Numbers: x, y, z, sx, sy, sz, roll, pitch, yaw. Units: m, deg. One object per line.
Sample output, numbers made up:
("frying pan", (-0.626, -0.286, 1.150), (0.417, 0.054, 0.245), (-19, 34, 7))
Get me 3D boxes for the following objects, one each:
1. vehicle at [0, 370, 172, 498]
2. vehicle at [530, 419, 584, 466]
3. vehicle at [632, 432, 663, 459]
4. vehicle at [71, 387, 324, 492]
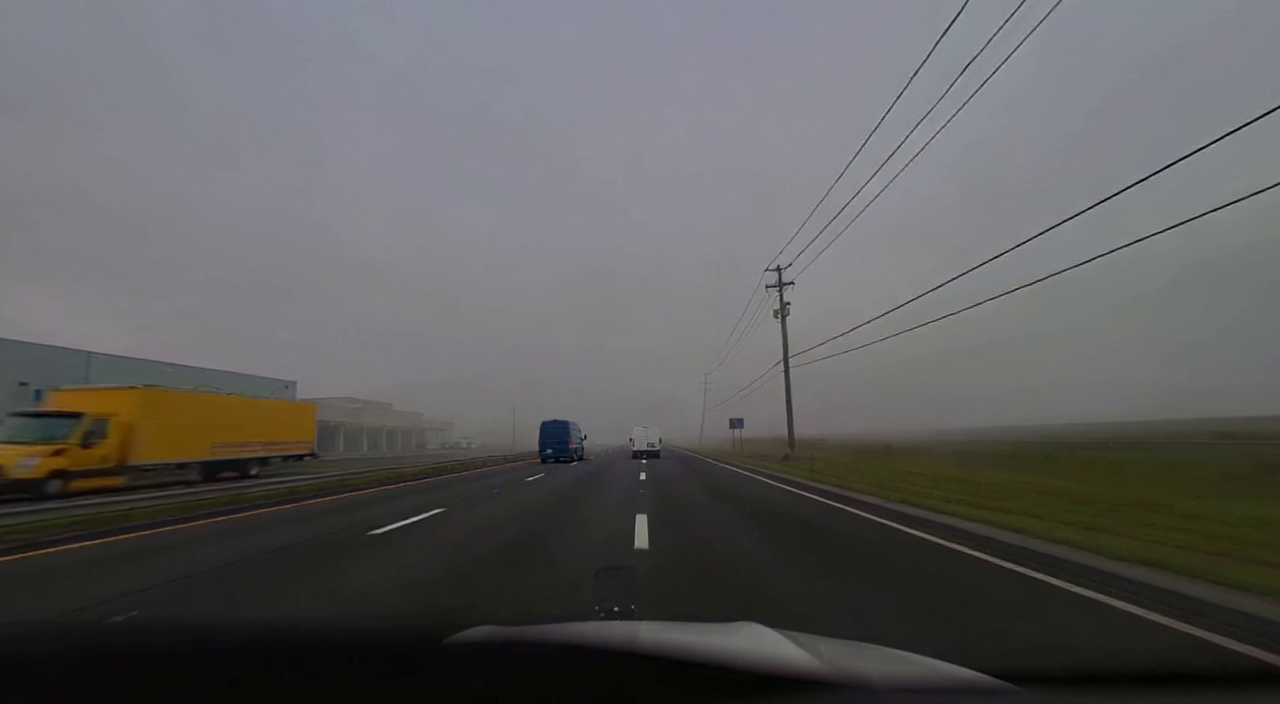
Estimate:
("vehicle", (-18.605, 2.694, 20.768), (3.154, 3.819, 3.765), (0, -7, 0))
("vehicle", (-5.090, 5.664, 39.644), (2.437, 2.677, 6.858), (0, -8, 0))
("vehicle", (0.534, 7.131, 48.125), (2.213, 1.997, 4.456), (0, -8, -1))
("vehicle", (-18.440, 3.832, 27.869), (2.816, 3.644, 11.322), (0, -8, 1))
